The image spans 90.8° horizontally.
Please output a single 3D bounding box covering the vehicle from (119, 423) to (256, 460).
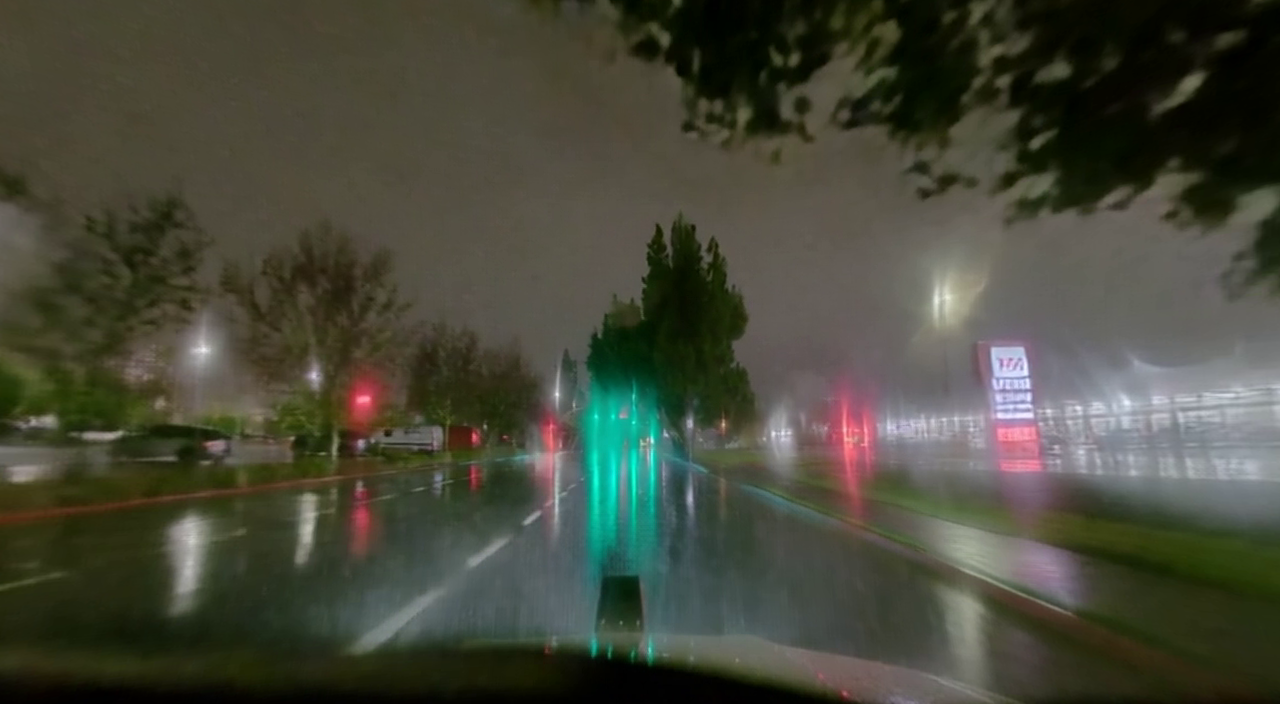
[{"bbox_3d":[-18.507,3.691,25.957,4.238,1.459,1.753,0,-9,1],"label":"vehicle"}]

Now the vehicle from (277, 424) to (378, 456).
[{"bbox_3d":[-19.439,5.501,39.459,5.109,1.891,2.206,0,-8,-1],"label":"vehicle"}]

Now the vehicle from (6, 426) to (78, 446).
[{"bbox_3d":[-44.697,6.284,47.314,1.724,1.442,4.416,2,-8,-11],"label":"vehicle"}]
